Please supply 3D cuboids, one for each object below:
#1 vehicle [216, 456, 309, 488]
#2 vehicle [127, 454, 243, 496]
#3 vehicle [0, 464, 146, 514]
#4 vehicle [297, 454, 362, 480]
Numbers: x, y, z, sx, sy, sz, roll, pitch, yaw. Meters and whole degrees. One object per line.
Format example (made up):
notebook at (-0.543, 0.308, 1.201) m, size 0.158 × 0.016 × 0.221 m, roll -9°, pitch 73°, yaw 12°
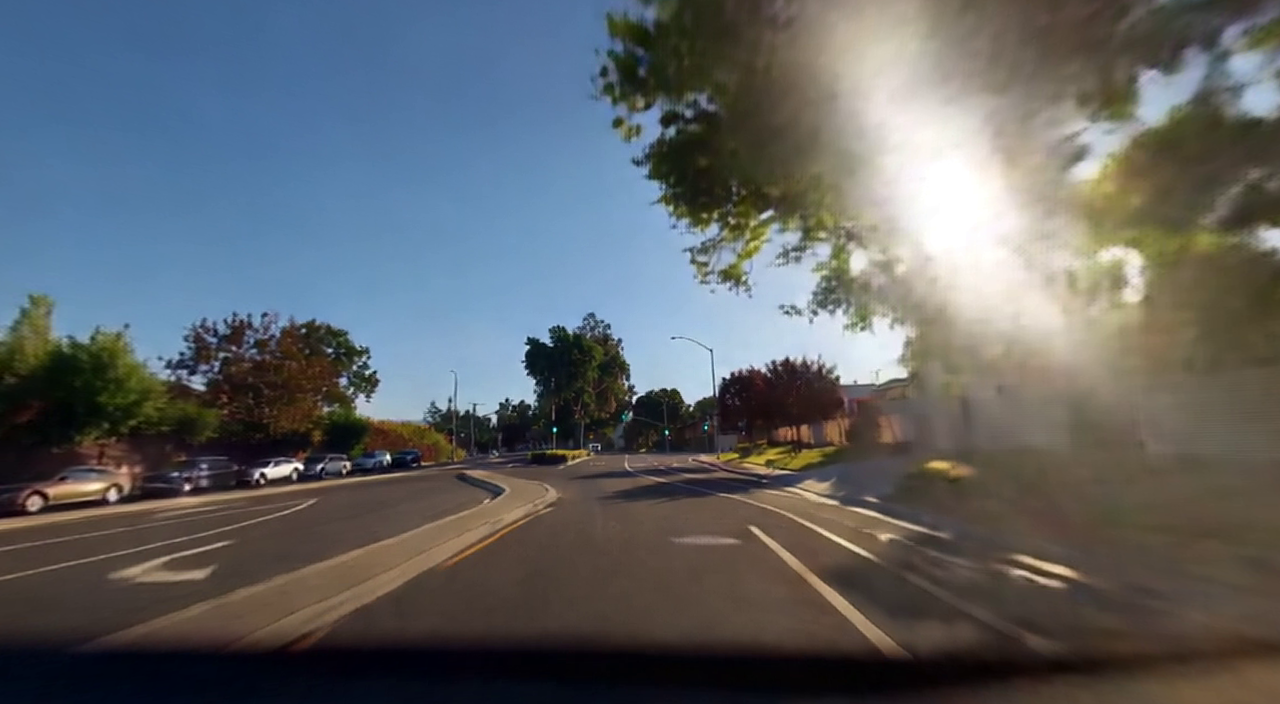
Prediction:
vehicle at (-21.437, 6.830, 36.114) m, size 1.954 × 1.575 × 5.225 m, roll 0°, pitch -8°, yaw 2°
vehicle at (-21.631, 5.840, 30.251) m, size 1.974 × 1.704 × 4.628 m, roll 1°, pitch -8°, yaw 2°
vehicle at (-21.619, 5.012, 23.533) m, size 1.919 × 1.497 × 5.140 m, roll -1°, pitch -8°, yaw 4°
vehicle at (-21.280, 7.872, 43.425) m, size 1.883 × 1.506 × 4.863 m, roll 1°, pitch -8°, yaw 2°
